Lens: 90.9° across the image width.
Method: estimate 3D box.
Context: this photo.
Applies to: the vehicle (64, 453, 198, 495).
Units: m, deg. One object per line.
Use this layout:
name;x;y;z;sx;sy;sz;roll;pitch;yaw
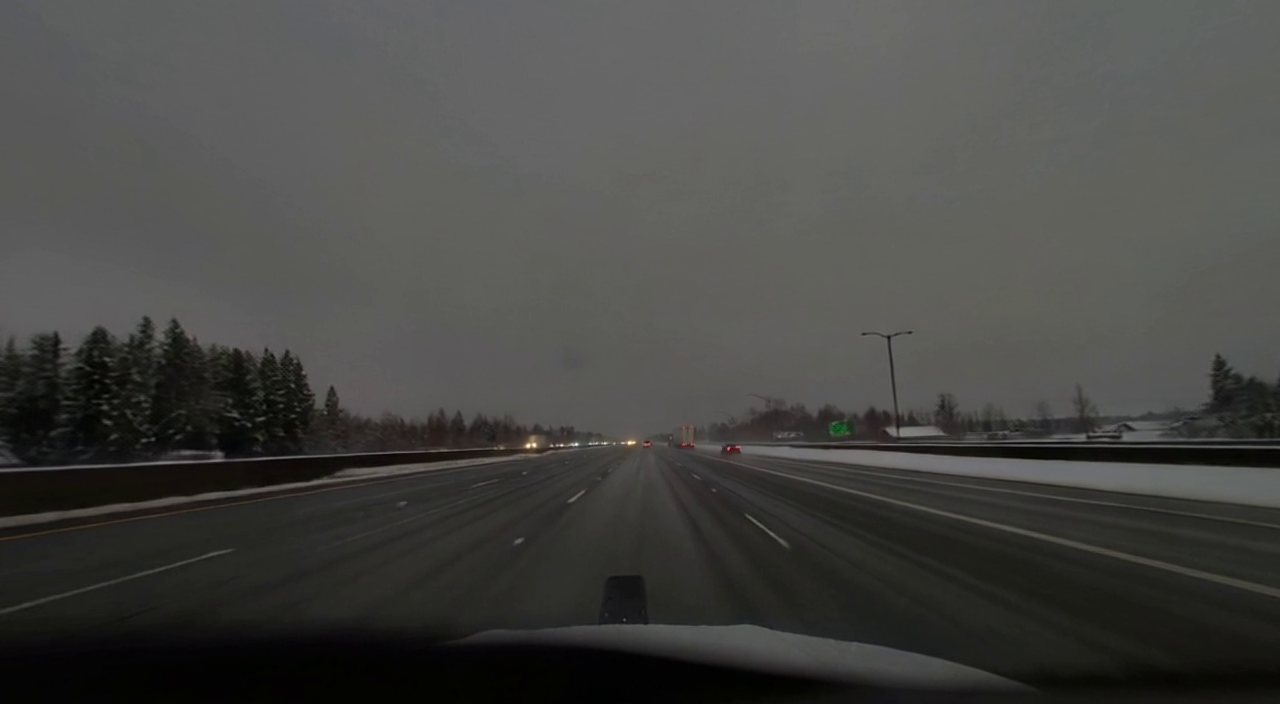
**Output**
vehicle;-20.403;4.886;25.574;1.831;1.468;4.299;0;-8;0
